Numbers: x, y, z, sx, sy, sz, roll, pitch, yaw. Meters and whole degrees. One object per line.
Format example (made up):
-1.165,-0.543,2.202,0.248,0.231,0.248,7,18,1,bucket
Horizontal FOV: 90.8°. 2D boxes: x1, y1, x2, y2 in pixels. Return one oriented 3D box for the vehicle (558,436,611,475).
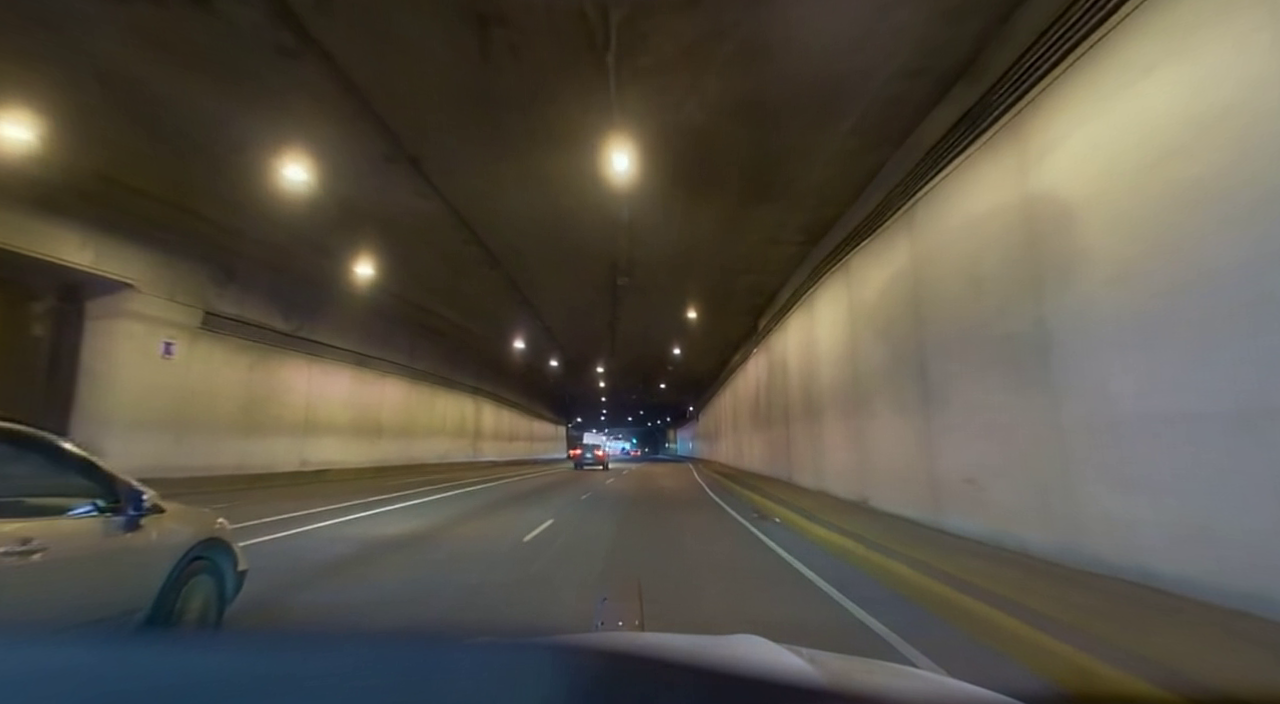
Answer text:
-2.612,5.008,30.648,1.961,1.725,4.315,-1,-9,3,vehicle
